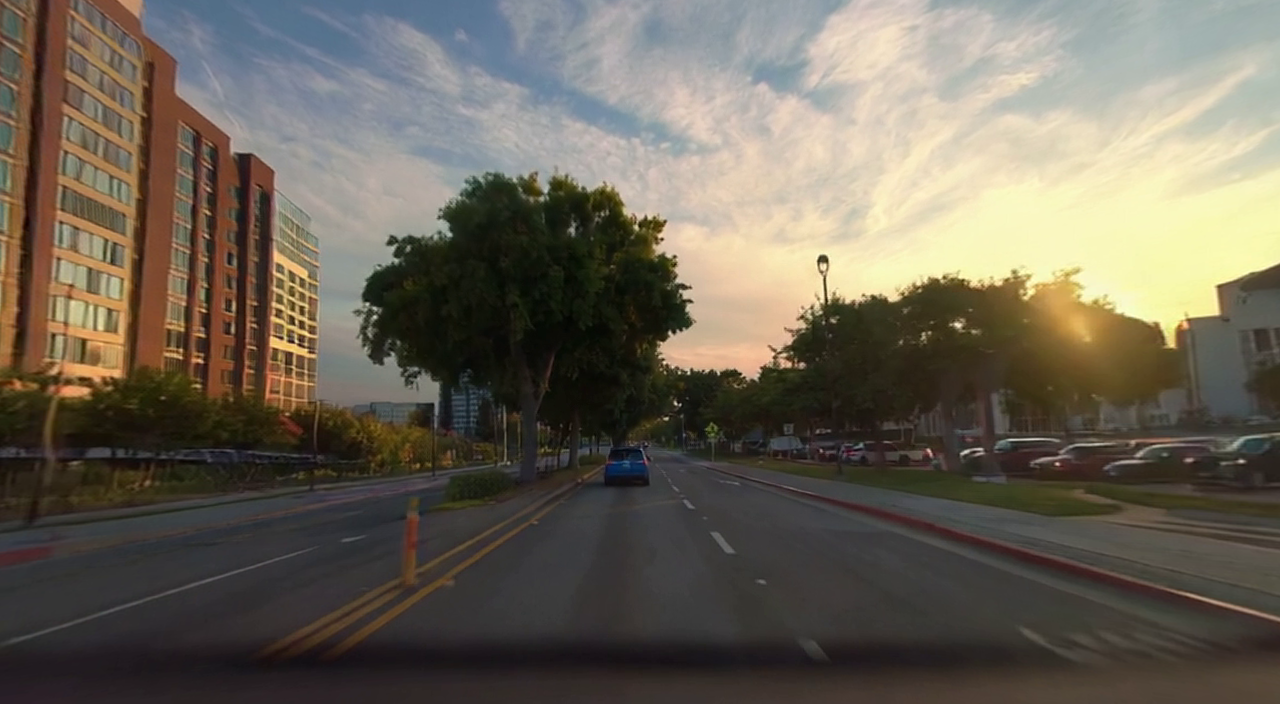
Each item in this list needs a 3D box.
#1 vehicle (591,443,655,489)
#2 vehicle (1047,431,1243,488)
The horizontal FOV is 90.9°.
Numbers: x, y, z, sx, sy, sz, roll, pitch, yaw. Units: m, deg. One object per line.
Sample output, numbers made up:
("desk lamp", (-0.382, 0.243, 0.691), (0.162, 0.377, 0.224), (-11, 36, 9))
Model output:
("vehicle", (-0.600, 3.966, 22.280), (2.063, 1.442, 4.135), (0, -9, -2))
("vehicle", (14.559, 3.108, 18.379), (4.003, 1.476, 1.884), (-2, -8, 2))
